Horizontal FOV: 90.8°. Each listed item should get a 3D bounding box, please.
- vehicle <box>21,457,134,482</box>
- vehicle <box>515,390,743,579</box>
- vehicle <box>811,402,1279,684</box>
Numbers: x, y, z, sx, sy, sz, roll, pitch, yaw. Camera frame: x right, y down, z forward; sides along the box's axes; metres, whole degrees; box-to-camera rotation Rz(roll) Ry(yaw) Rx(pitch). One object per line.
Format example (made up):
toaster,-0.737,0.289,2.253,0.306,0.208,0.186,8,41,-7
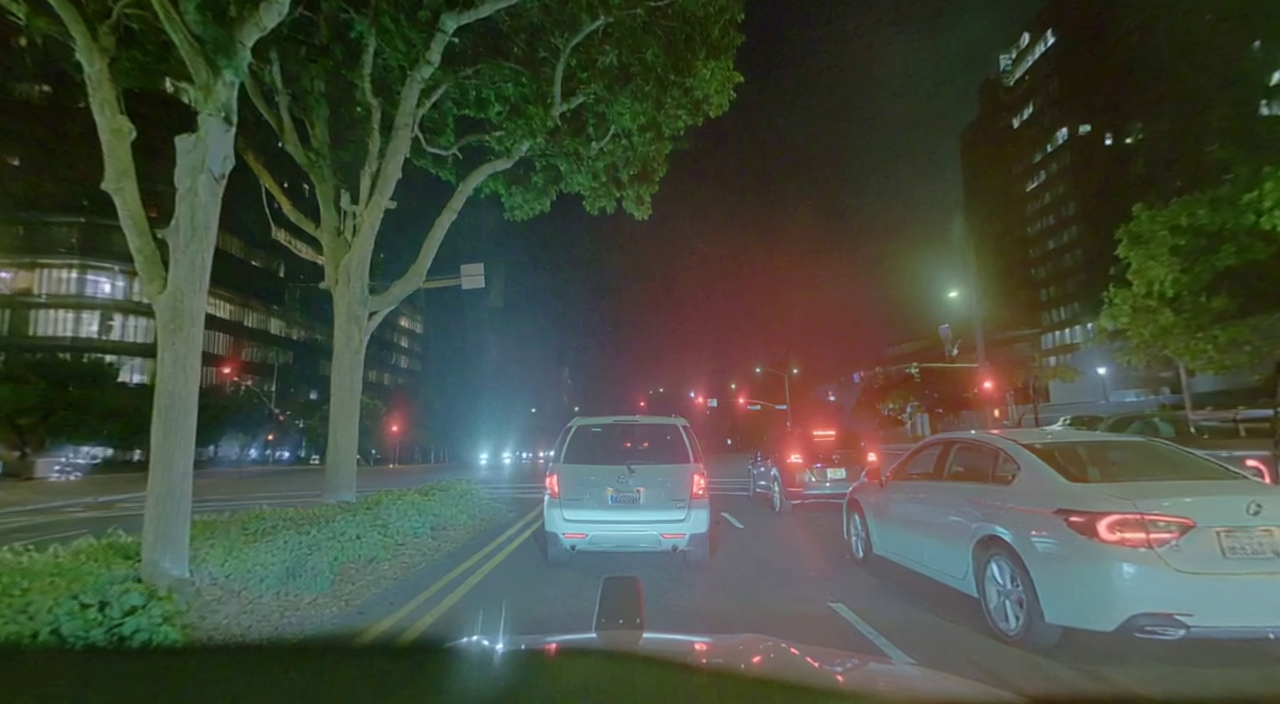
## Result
vehicle,-35.118,7.337,39.581,4.845,1.442,1.880,2,-9,-12
vehicle,-0.224,1.619,8.443,2.236,1.827,4.316,1,-9,-3
vehicle,3.362,1.426,5.992,2.034,1.558,4.774,0,-9,-1
